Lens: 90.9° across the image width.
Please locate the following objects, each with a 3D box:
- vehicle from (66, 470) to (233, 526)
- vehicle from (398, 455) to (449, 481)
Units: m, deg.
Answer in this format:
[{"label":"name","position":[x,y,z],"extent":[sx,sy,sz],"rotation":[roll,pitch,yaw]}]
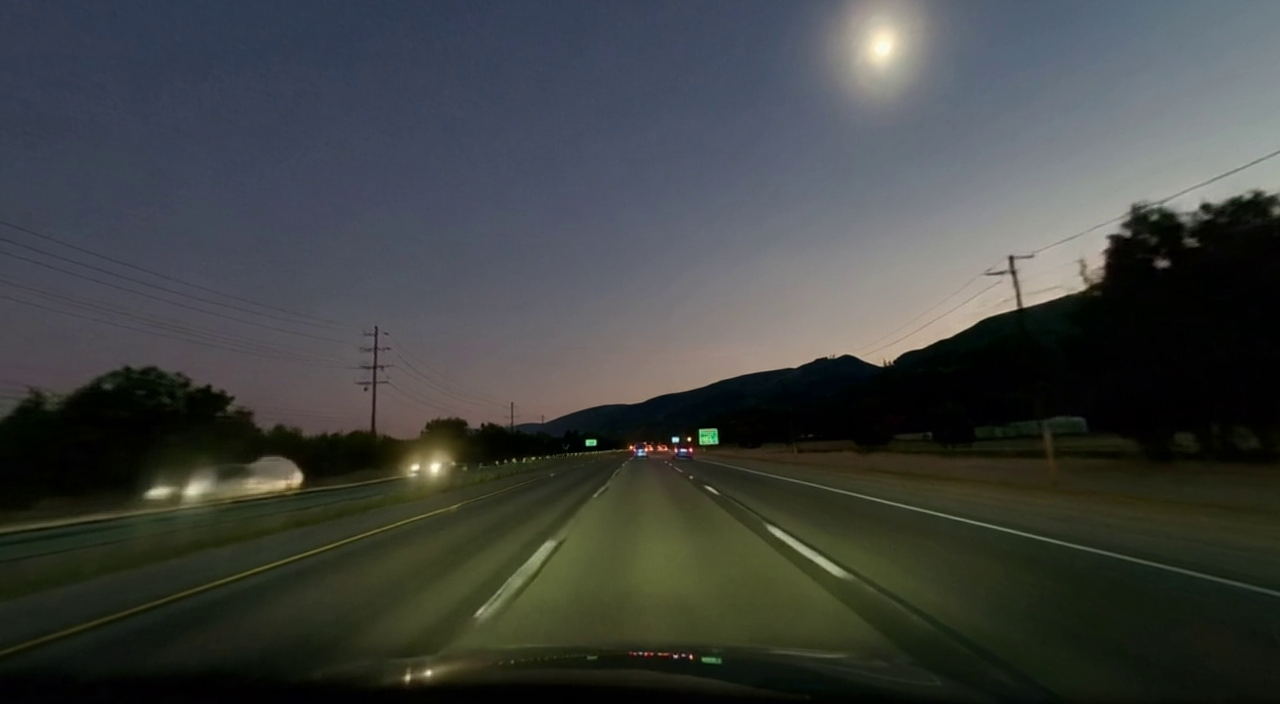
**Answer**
[{"label":"vehicle","position":[-16.504,4.910,21.634],"extent":[1.871,1.491,4.706],"rotation":[0,-8,1]},{"label":"vehicle","position":[-16.228,8.671,47.535],"extent":[2.122,1.774,4.756],"rotation":[0,-8,1]}]
